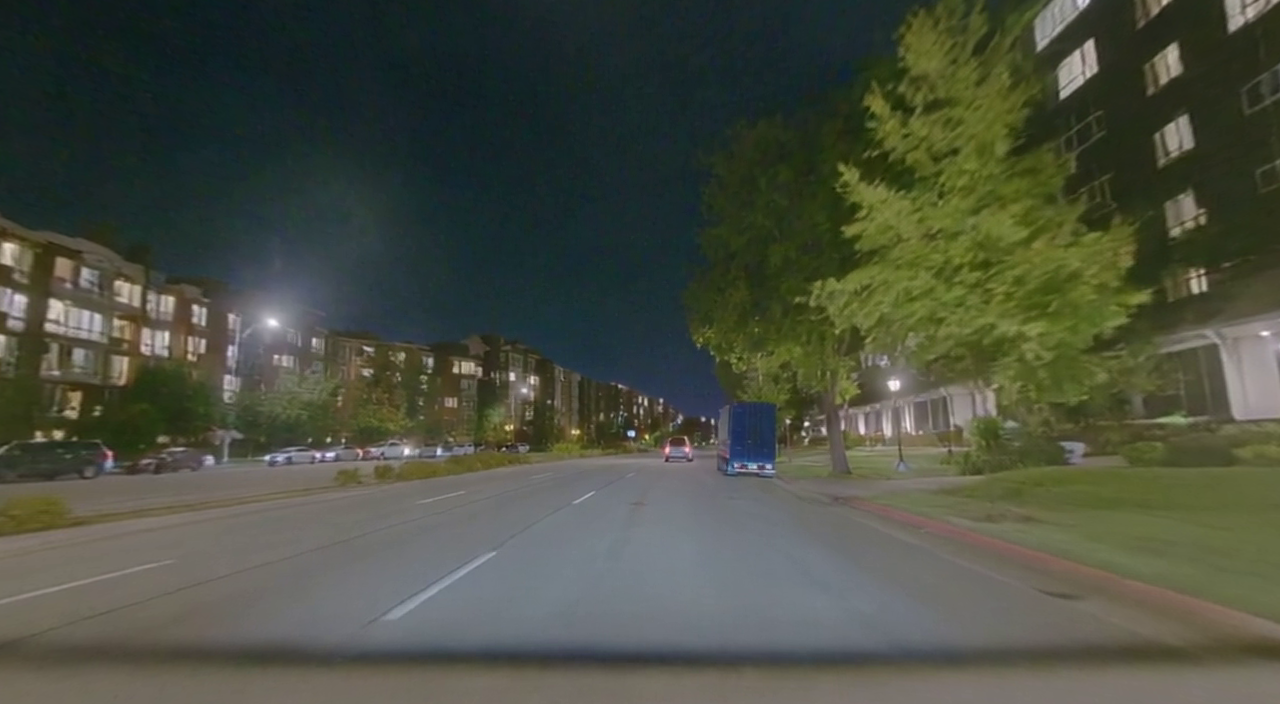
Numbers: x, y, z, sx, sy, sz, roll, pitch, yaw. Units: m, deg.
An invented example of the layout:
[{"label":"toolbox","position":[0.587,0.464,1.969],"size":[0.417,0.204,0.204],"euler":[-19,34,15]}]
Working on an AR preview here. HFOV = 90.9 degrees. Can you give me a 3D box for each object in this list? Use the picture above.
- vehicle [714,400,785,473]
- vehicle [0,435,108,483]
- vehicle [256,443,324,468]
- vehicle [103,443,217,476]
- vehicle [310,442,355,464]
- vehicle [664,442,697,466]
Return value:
[{"label":"vehicle","position":[5.452,4.456,32.929],"size":[2.945,3.277,8.473],"euler":[-1,-8,5]},{"label":"vehicle","position":[-24.596,4.282,25.366],"size":[2.040,1.765,4.635],"euler":[-2,-8,6]},{"label":"vehicle","position":[-23.099,6.818,41.779],"size":[2.015,1.446,4.316],"euler":[-2,-8,2]},{"label":"vehicle","position":[-24.289,5.447,32.160],"size":[1.900,1.454,4.757],"euler":[-3,-8,4]},{"label":"vehicle","position":[-22.763,7.497,46.772],"size":[1.659,1.570,2.845],"euler":[-1,-8,7]},{"label":"vehicle","position":[2.515,6.197,38.380],"size":[1.871,1.370,4.206],"euler":[-1,-8,6]}]
